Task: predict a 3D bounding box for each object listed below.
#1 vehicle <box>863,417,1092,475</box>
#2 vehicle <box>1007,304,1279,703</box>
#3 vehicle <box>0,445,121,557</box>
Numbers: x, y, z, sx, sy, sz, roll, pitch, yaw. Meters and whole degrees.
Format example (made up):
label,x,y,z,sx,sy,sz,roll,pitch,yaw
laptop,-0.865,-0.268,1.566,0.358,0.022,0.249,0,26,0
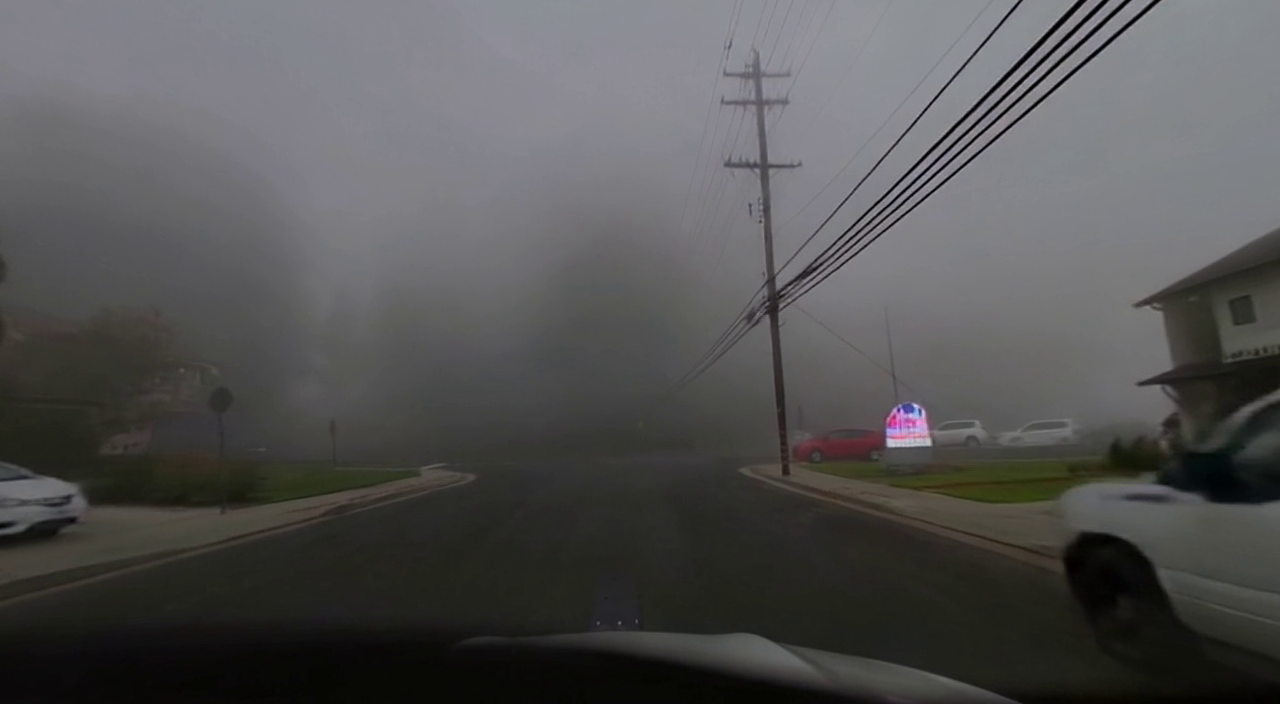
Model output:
label,x,y,z,sx,sy,sz,roll,pitch,yaw
vehicle,10.624,3.020,20.240,6.000,1.740,2.356,0,-8,-1
vehicle,4.005,0.665,2.269,2.205,1.923,5.178,0,-8,0
vehicle,-11.092,2.148,9.378,4.813,1.503,1.923,1,-8,-5
